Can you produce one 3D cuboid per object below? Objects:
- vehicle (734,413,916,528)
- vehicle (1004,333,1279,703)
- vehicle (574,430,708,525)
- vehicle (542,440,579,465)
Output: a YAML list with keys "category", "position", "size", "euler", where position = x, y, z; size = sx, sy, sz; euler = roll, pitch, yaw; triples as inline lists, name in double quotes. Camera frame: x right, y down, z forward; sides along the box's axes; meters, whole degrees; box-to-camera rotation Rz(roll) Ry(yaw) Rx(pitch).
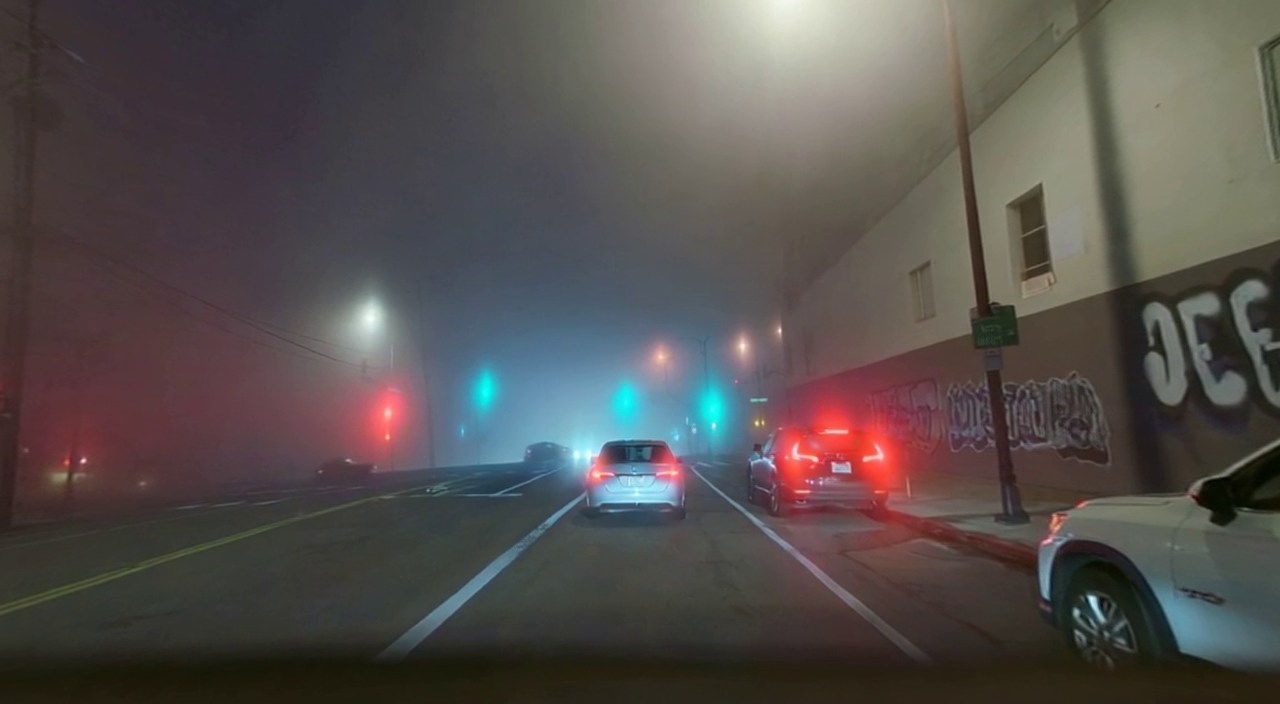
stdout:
- category: "vehicle"
  position: [3.261, 2.203, 12.245]
  size: [2.060, 1.783, 4.579]
  euler: [0, -8, -1]
- category: "vehicle"
  position: [3.286, 0.712, 1.732]
  size: [1.938, 1.714, 4.402]
  euler: [0, -8, 1]
- category: "vehicle"
  position: [0.048, 2.360, 12.389]
  size: [2.153, 1.505, 4.452]
  euler: [0, -8, 1]
- category: "vehicle"
  position: [-5.702, 7.220, 45.389]
  size: [2.059, 1.699, 4.252]
  euler: [0, -8, 0]
